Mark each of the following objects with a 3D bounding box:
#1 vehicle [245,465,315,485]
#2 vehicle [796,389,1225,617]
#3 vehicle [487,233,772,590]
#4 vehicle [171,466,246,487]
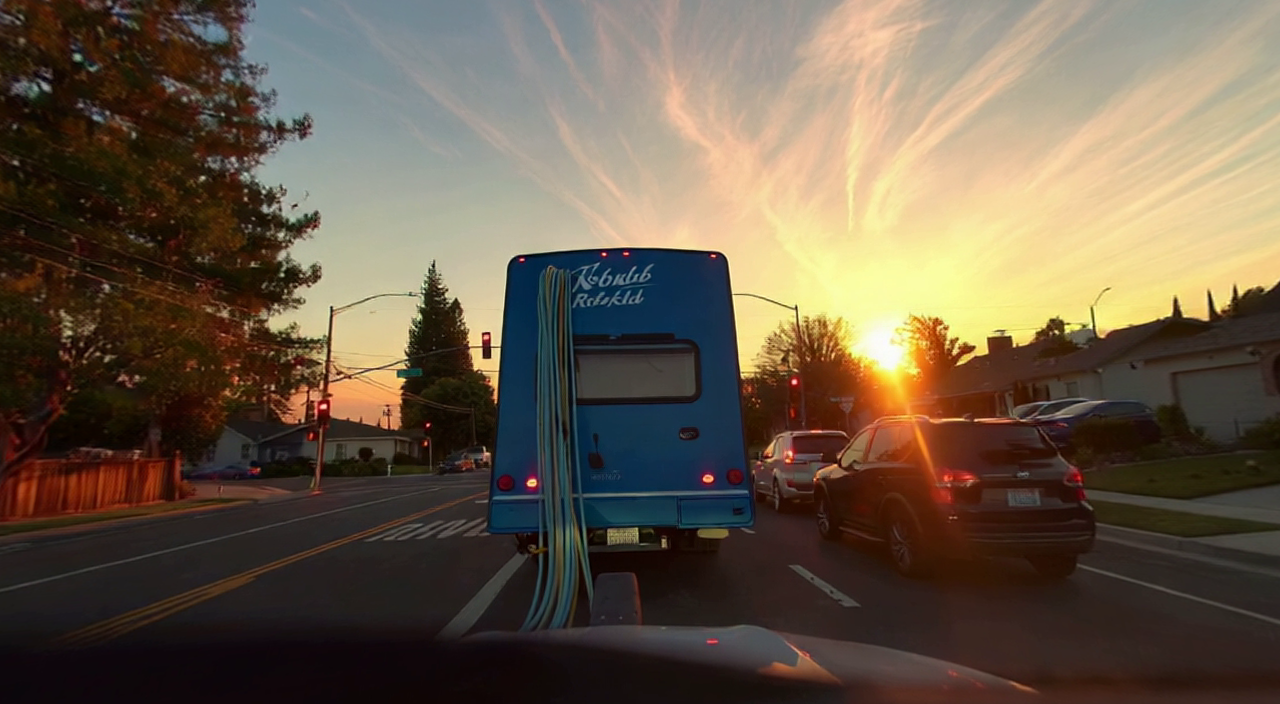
[{"bbox_3d":[-27.414,9.352,48.141,4.187,1.445,1.809,0,-9,0],"label":"vehicle"},{"bbox_3d":[3.409,1.492,7.137,2.104,1.735,4.408,0,-9,0],"label":"vehicle"},{"bbox_3d":[-0.106,1.123,10.307,2.709,3.511,8.213,0,-9,0],"label":"vehicle"},{"bbox_3d":[-32.694,9.403,47.950,4.311,1.458,1.707,0,-9,-3],"label":"vehicle"}]
